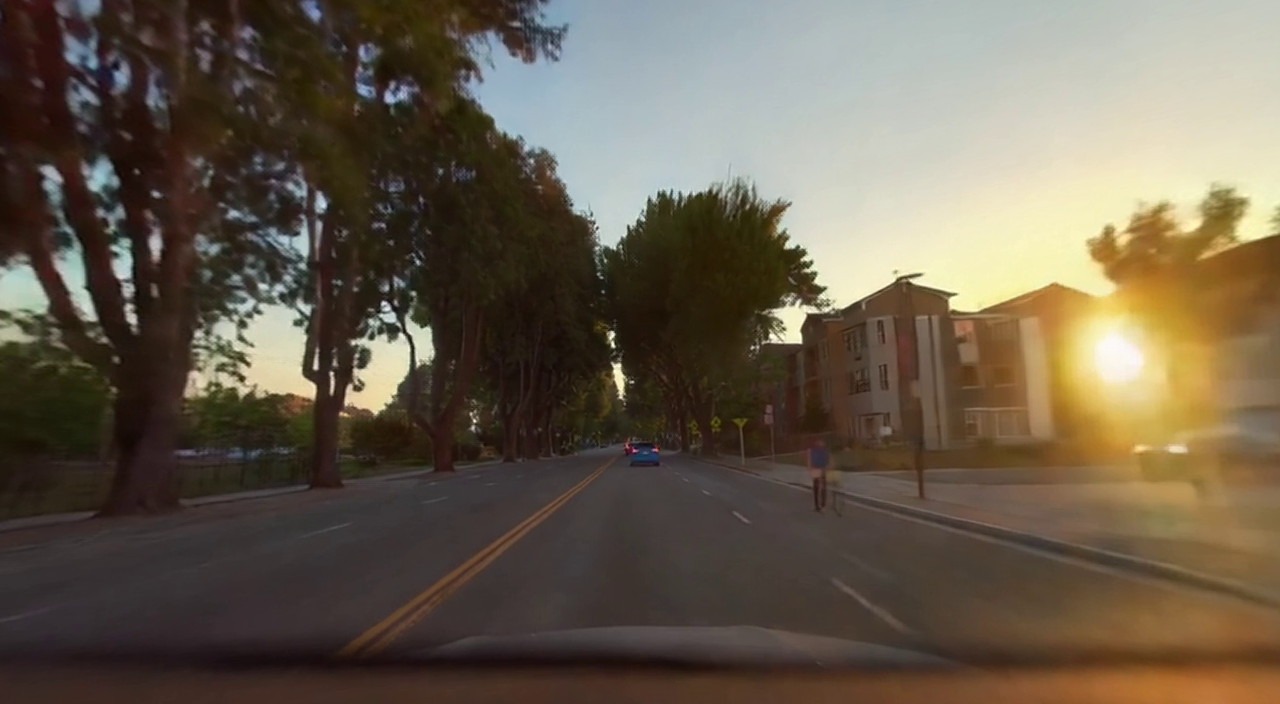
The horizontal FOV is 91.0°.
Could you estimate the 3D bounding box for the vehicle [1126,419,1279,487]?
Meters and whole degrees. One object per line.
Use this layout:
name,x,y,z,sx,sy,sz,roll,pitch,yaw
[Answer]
vehicle,17.215,2.921,18.276,4.237,1.819,2.245,0,-9,0

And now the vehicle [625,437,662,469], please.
vehicle,0.208,5.655,35.338,1.981,1.703,3.691,0,-9,0
